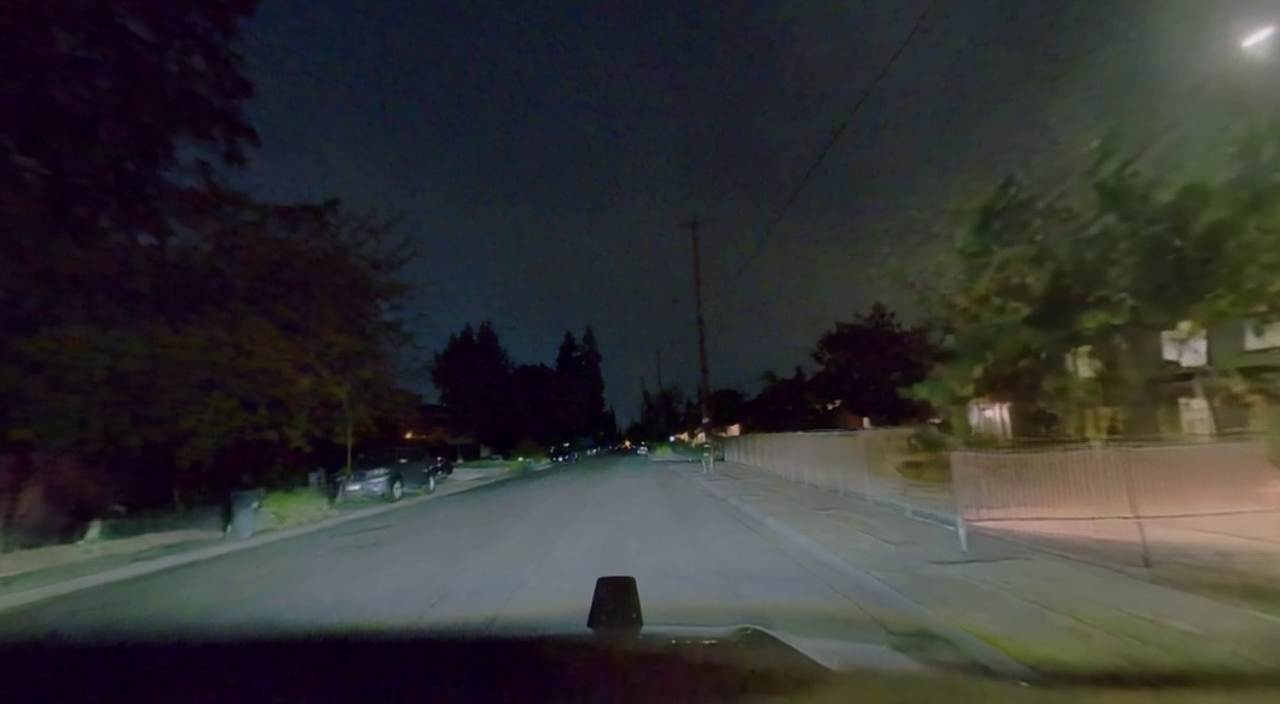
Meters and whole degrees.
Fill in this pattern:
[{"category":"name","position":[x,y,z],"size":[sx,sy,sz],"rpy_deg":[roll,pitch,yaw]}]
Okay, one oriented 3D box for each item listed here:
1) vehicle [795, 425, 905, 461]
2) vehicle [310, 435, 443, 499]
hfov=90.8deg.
[{"category":"vehicle","position":[11.853,5.158,35.894],"size":[5.367,1.953,2.257],"rpy_deg":[1,-9,-8]},{"category":"vehicle","position":[-8.567,3.820,21.188],"size":[2.352,1.843,4.979],"rpy_deg":[-1,-10,0]}]
